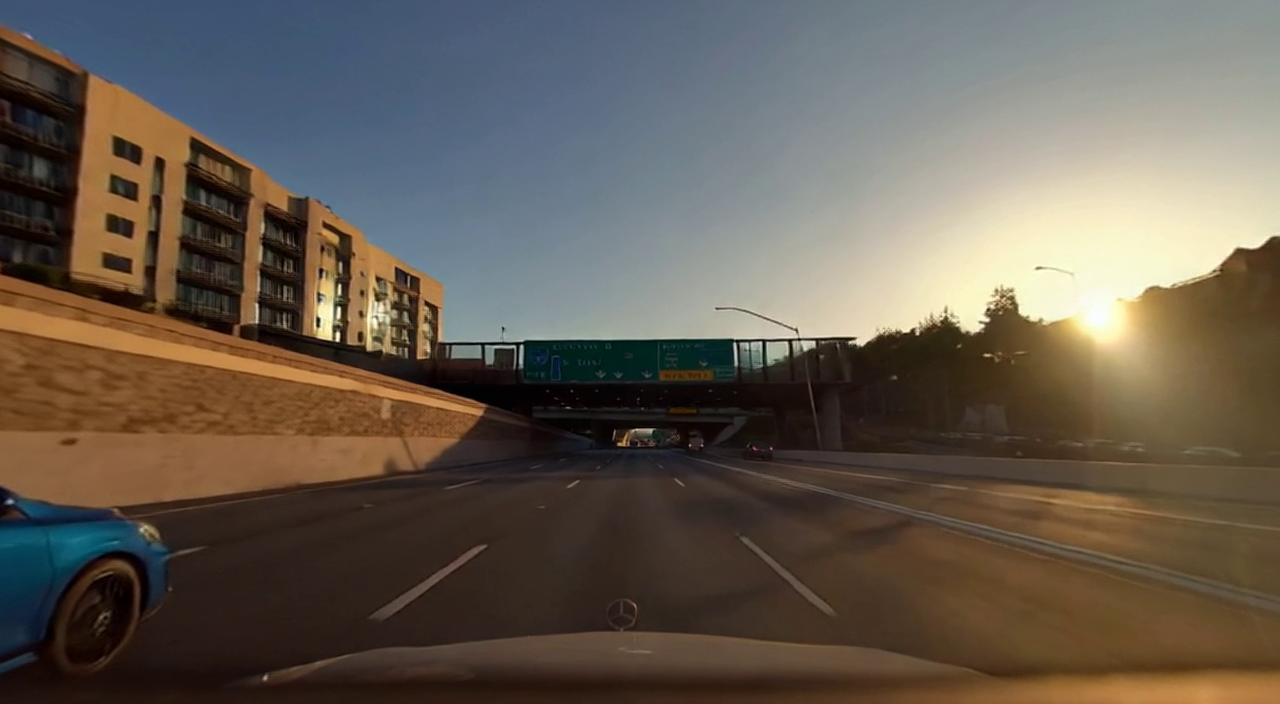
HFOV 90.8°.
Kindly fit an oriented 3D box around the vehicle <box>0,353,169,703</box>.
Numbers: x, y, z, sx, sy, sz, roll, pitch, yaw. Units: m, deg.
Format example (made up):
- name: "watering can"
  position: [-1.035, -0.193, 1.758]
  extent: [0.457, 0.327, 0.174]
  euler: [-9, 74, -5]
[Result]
- name: "vehicle"
  position: [-3.791, 0.642, 1.472]
  extent: [2.070, 1.641, 4.315]
  euler: [0, -8, -1]
